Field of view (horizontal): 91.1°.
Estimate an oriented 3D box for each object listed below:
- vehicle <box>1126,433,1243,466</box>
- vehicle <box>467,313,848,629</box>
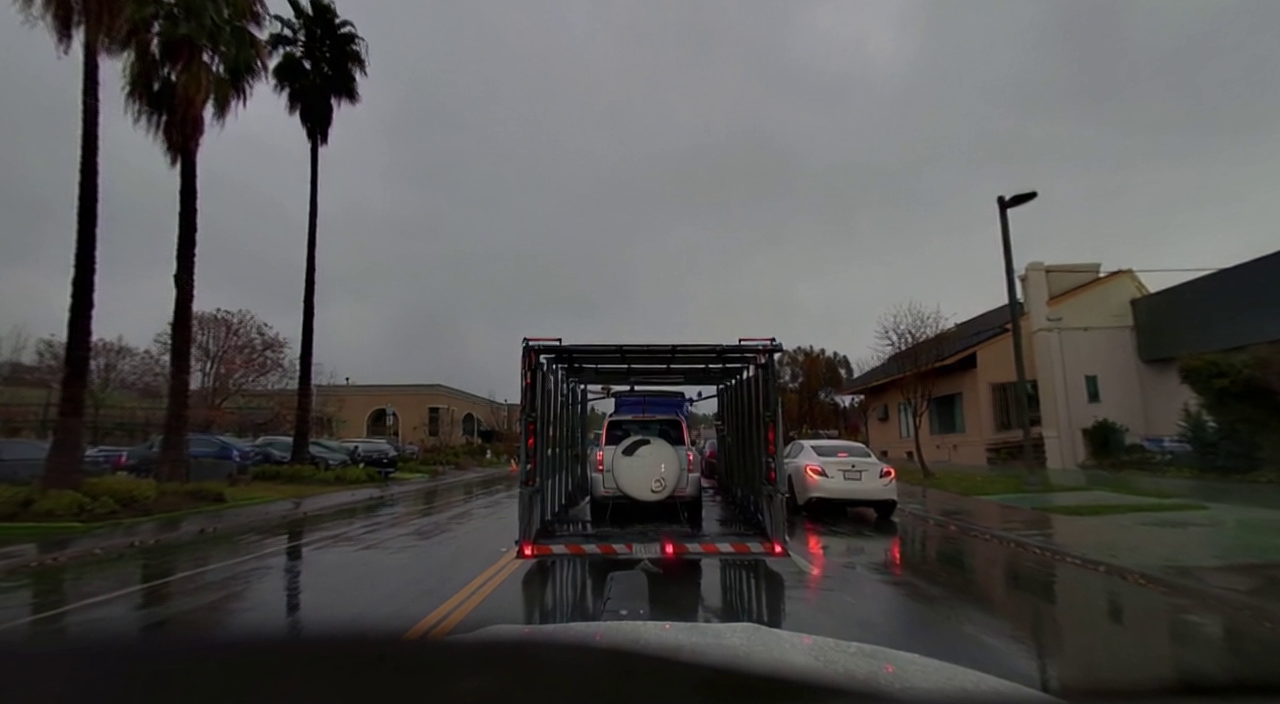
[{"bbox_3d":[28.559,5.142,33.130,4.193,1.633,1.928,-4,-9,26],"label":"vehicle"},{"bbox_3d":[0.102,1.315,7.877,2.728,2.305,6.506,0,-8,0],"label":"vehicle"}]
